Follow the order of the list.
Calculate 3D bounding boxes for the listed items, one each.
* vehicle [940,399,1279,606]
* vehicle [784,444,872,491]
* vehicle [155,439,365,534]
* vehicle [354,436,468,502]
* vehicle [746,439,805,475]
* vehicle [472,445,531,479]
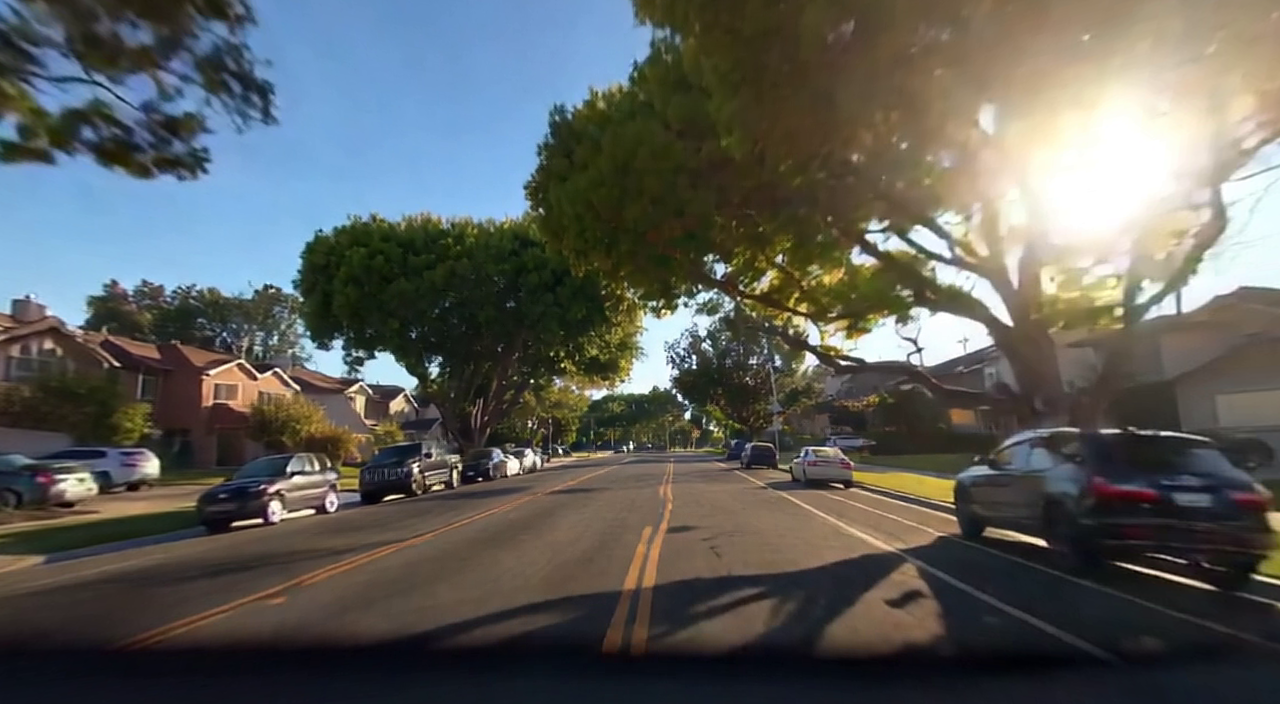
[{"bbox_3d":[6.064,1.714,8.156,2.215,1.886,4.577,0,-8,2],"label":"vehicle"},{"bbox_3d":[6.553,4.040,22.606,1.908,1.477,4.920,0,-8,3],"label":"vehicle"},{"bbox_3d":[-8.862,3.171,15.378,2.117,1.865,4.570,-3,-10,2],"label":"vehicle"},{"bbox_3d":[-8.420,4.305,23.801,2.225,2.037,5.158,-4,-8,2],"label":"vehicle"},{"bbox_3d":[6.647,5.169,31.411,2.155,1.668,4.425,0,-8,3],"label":"vehicle"},{"bbox_3d":[-7.716,6.151,35.581,2.135,1.744,4.340,0,-8,3],"label":"vehicle"}]
